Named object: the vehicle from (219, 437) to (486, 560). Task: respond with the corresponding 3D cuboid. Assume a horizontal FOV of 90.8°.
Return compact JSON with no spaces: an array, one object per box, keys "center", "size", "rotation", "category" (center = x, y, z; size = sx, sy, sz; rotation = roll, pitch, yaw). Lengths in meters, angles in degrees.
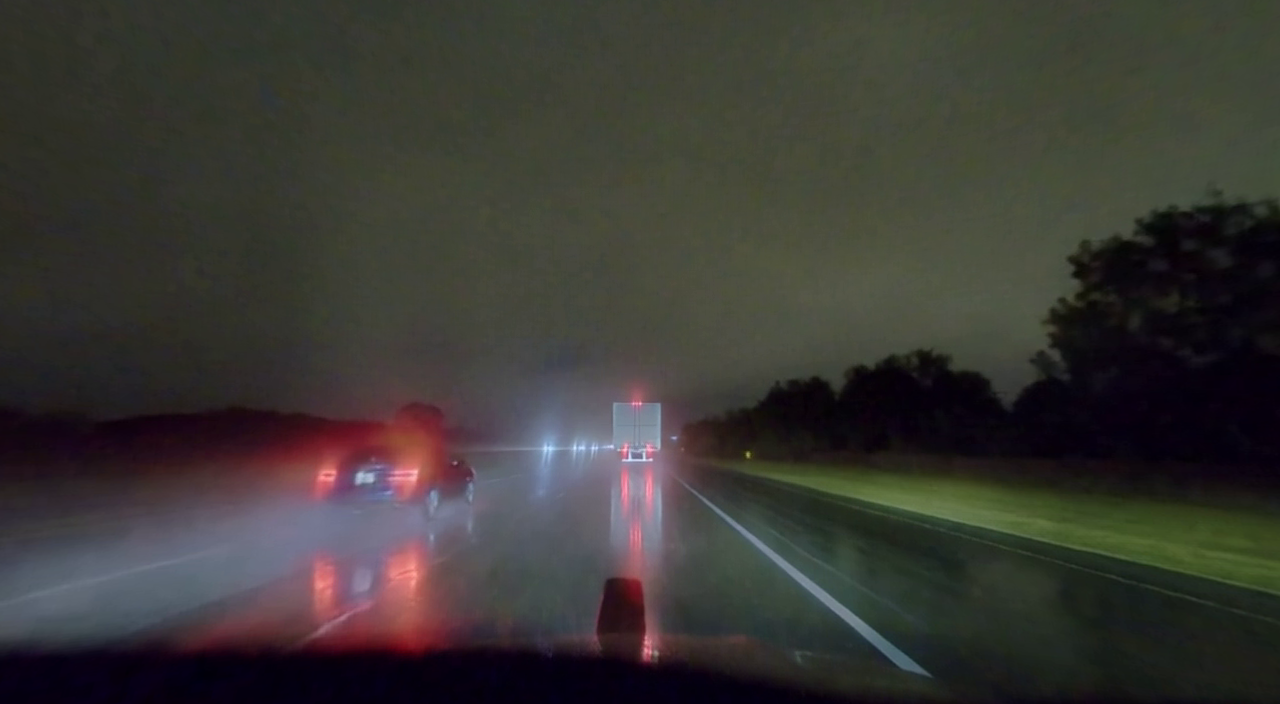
[{"center":[-4.123,2.176,10.249],"size":[1.892,1.471,5.047],"rotation":[0,-9,1],"category":"vehicle"}]
